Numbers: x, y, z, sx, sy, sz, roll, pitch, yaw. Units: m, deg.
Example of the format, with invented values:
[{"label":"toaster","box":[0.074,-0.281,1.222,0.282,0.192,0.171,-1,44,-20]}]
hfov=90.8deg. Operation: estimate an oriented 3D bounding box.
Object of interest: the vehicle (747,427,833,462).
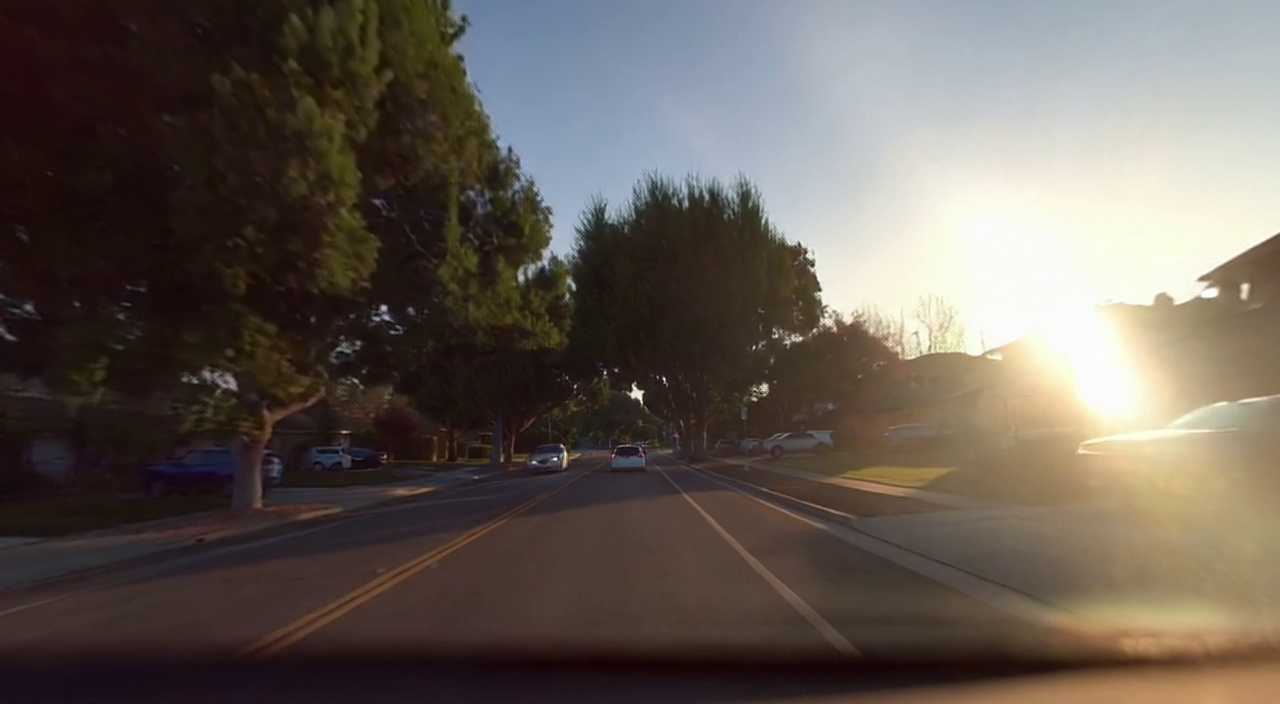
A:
[{"label":"vehicle","box":[9.206,5.703,39.027,4.634,1.723,1.966,-4,-7,-3]}]

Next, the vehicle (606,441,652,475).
[{"label":"vehicle","box":[-0.509,5.053,30.377,2.098,1.483,4.099,0,-8,-1]}]

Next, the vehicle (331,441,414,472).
[{"label":"vehicle","box":[-17.390,6.791,41.255,4.463,1.917,1.970,1,-8,-5]}]

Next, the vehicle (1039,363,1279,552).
[{"label":"vehicle","box":[8.163,1.059,7.728,4.957,1.857,2.157,-5,-8,-1]}]

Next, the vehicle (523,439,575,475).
[{"label":"vehicle","box":[-5.127,5.943,36.077,2.256,1.838,4.613,-2,-8,0]}]

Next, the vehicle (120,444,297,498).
[{"label":"vehicle","box":[-14.863,4.107,21.952,4.608,1.743,2.222,-1,-9,6]}]

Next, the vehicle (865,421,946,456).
[{"label":"vehicle","box":[15.309,4.940,36.340,4.462,1.699,2.145,2,-7,-36]}]
